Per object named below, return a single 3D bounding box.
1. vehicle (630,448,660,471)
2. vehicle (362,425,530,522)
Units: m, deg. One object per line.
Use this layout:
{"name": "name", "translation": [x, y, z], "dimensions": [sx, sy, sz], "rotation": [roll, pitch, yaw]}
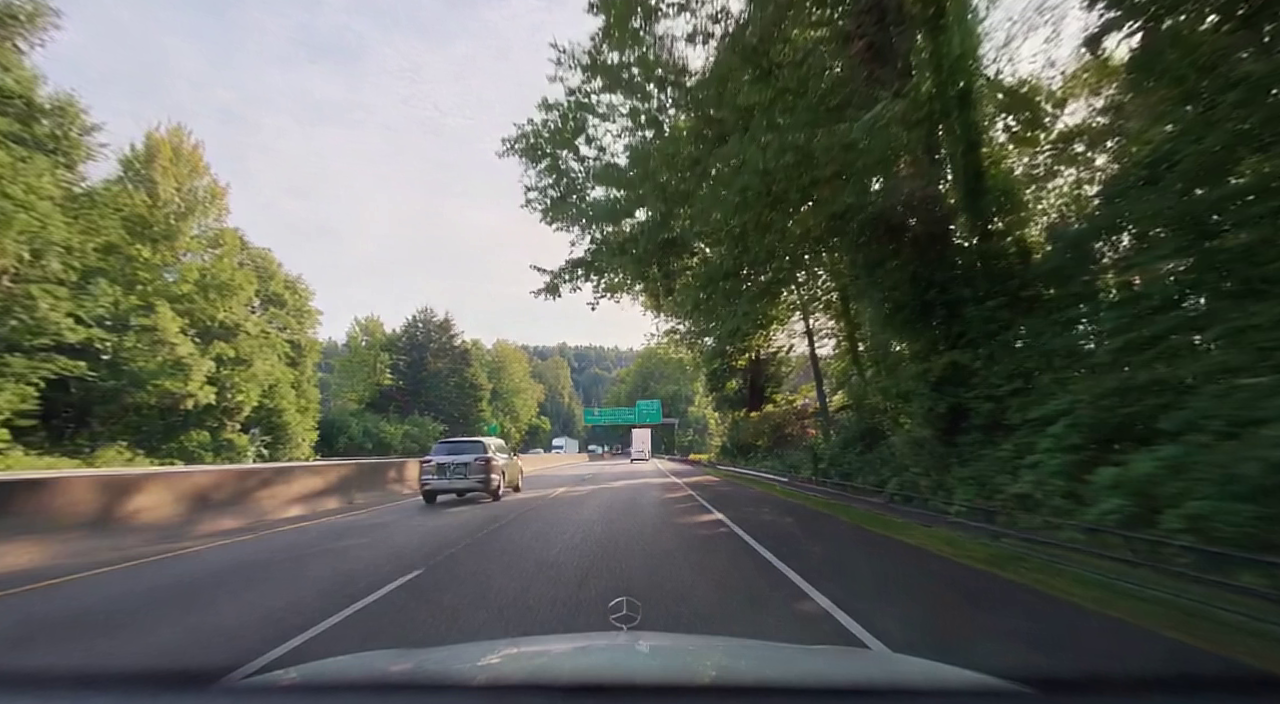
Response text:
{"name": "vehicle", "translation": [0.290, 7.085, 41.572], "dimensions": [1.853, 1.436, 3.438], "rotation": [0, -9, -1]}
{"name": "vehicle", "translation": [-3.913, 2.562, 13.792], "dimensions": [2.097, 1.722, 4.808], "rotation": [0, -9, 0]}
